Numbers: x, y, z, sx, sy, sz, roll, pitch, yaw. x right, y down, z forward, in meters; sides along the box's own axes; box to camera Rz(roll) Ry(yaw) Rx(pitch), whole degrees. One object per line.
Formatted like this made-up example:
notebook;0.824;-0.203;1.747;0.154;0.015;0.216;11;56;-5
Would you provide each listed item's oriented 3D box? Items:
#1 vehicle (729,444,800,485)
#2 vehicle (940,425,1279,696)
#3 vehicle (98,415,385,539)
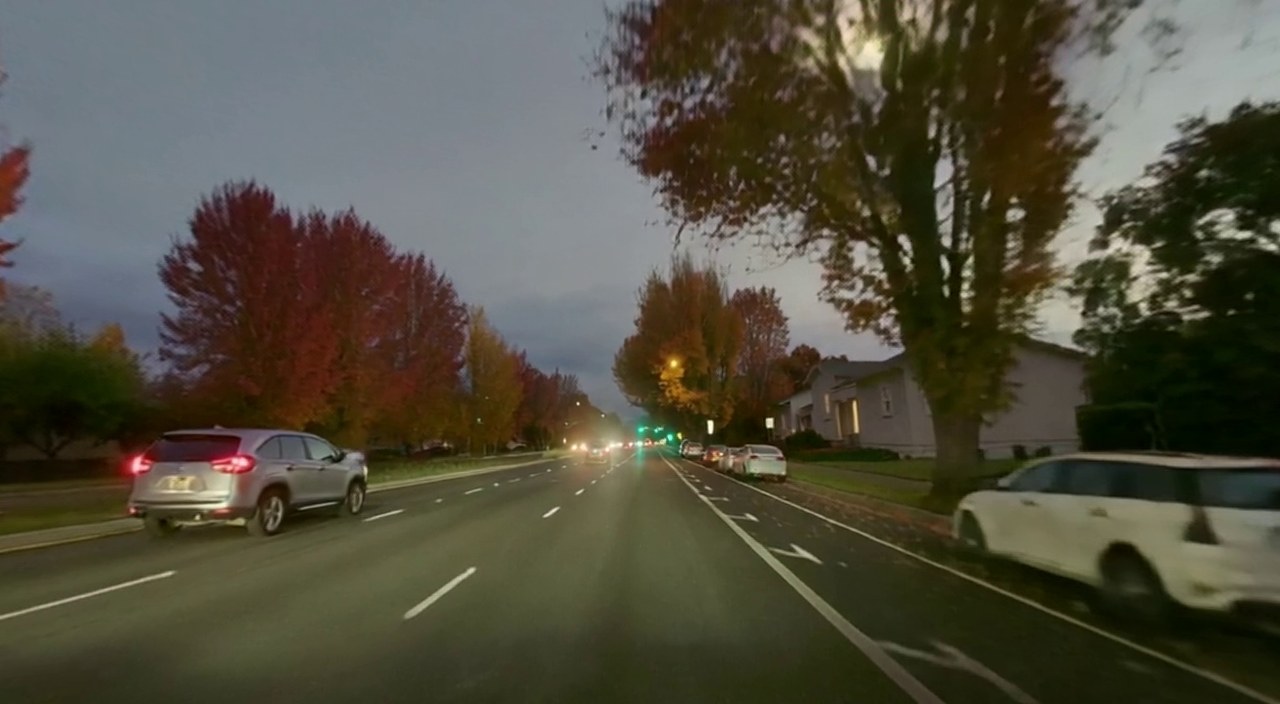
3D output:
vehicle;5.016;4.573;26.040;1.952;1.505;4.713;0;-9;0
vehicle;4.603;1.480;5.520;1.939;1.504;4.189;0;-9;1
vehicle;-6.519;2.095;11.150;2.034;1.711;4.512;0;-9;1
